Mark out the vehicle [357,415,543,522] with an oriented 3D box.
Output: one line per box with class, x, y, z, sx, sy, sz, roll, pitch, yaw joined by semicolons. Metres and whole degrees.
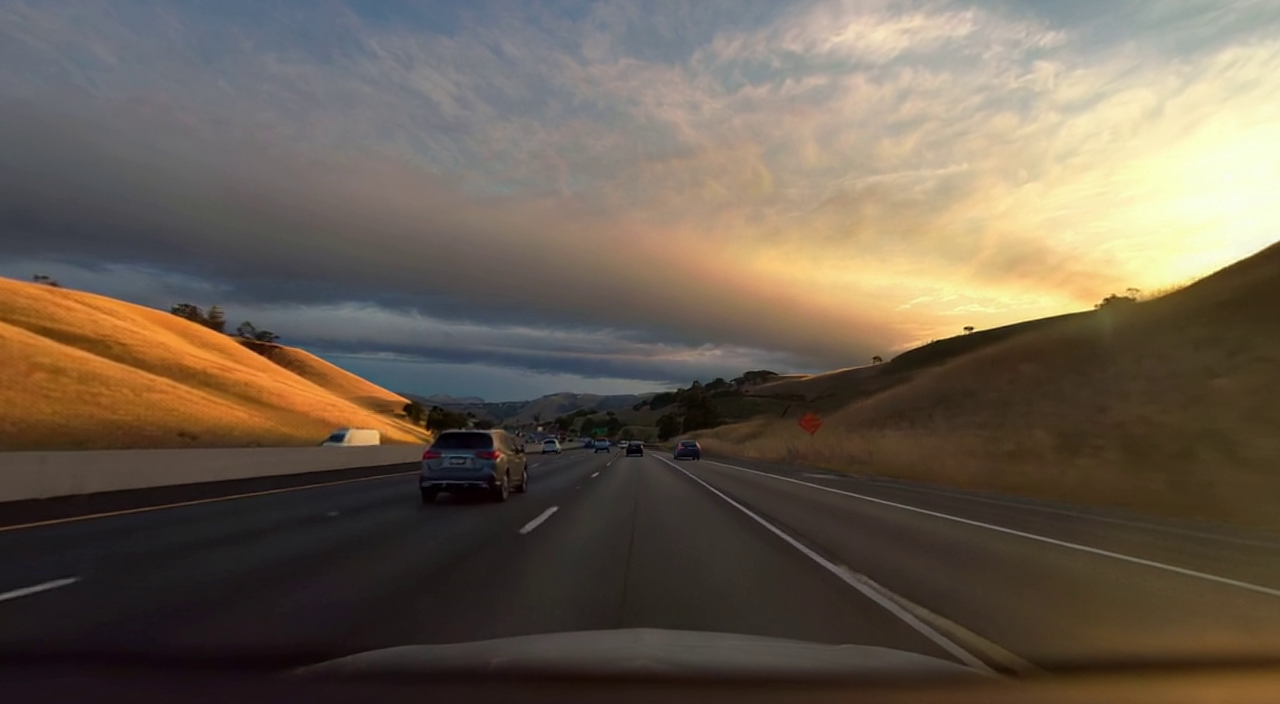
vehicle;-3.398;2.214;12.479;2.166;1.700;4.661;0;-8;1
